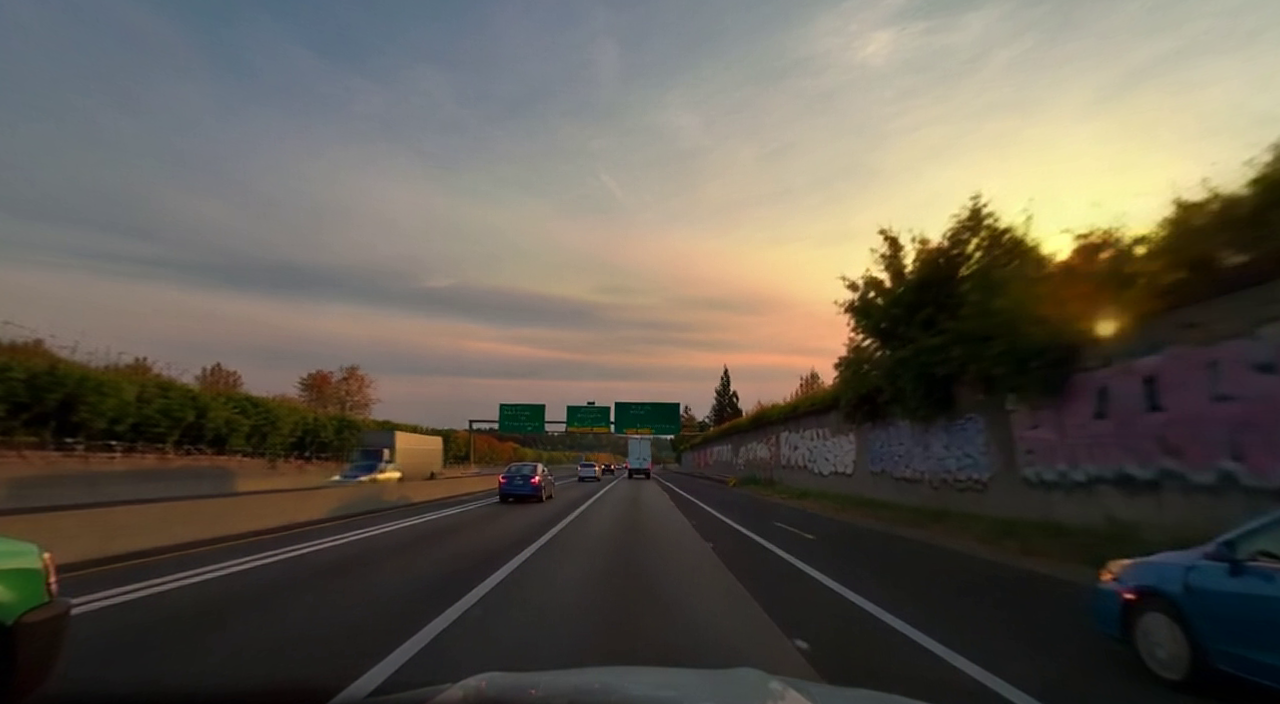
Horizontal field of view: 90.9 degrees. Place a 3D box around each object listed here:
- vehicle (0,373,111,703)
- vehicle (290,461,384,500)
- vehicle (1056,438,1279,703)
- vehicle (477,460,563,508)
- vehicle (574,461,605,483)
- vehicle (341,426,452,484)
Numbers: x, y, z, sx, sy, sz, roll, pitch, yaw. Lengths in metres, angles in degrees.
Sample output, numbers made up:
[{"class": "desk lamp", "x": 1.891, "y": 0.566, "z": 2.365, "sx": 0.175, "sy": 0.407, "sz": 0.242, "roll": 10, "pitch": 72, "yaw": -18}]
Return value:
[{"class": "vehicle", "x": -3.403, "y": 0.545, "z": 0.510, "sx": 2.004, "sy": 1.610, "sz": 4.508, "roll": 1, "pitch": -10, "yaw": -1}, {"class": "vehicle", "x": -12.505, "y": 5.327, "z": 26.297, "sx": 1.842, "sy": 1.453, "sz": 4.161, "roll": 1, "pitch": -10, "yaw": 0}, {"class": "vehicle", "x": 4.170, "y": 1.087, "z": 2.646, "sx": 1.917, "sy": 1.458, "sz": 4.199, "roll": 1, "pitch": -10, "yaw": -1}, {"class": "vehicle", "x": -3.983, "y": 4.473, "z": 21.599, "sx": 2.054, "sy": 1.443, "sz": 4.131, "roll": 0, "pitch": -10, "yaw": 1}, {"class": "vehicle", "x": -3.892, "y": 9.388, "z": 49.461, "sx": 2.032, "sy": 1.625, "sz": 4.023, "roll": 0, "pitch": -10, "yaw": 1}, {"class": "vehicle", "x": -17.367, "y": 7.738, "z": 46.458, "sx": 2.922, "sy": 3.622, "sz": 13.507, "roll": 1, "pitch": -11, "yaw": -1}]
